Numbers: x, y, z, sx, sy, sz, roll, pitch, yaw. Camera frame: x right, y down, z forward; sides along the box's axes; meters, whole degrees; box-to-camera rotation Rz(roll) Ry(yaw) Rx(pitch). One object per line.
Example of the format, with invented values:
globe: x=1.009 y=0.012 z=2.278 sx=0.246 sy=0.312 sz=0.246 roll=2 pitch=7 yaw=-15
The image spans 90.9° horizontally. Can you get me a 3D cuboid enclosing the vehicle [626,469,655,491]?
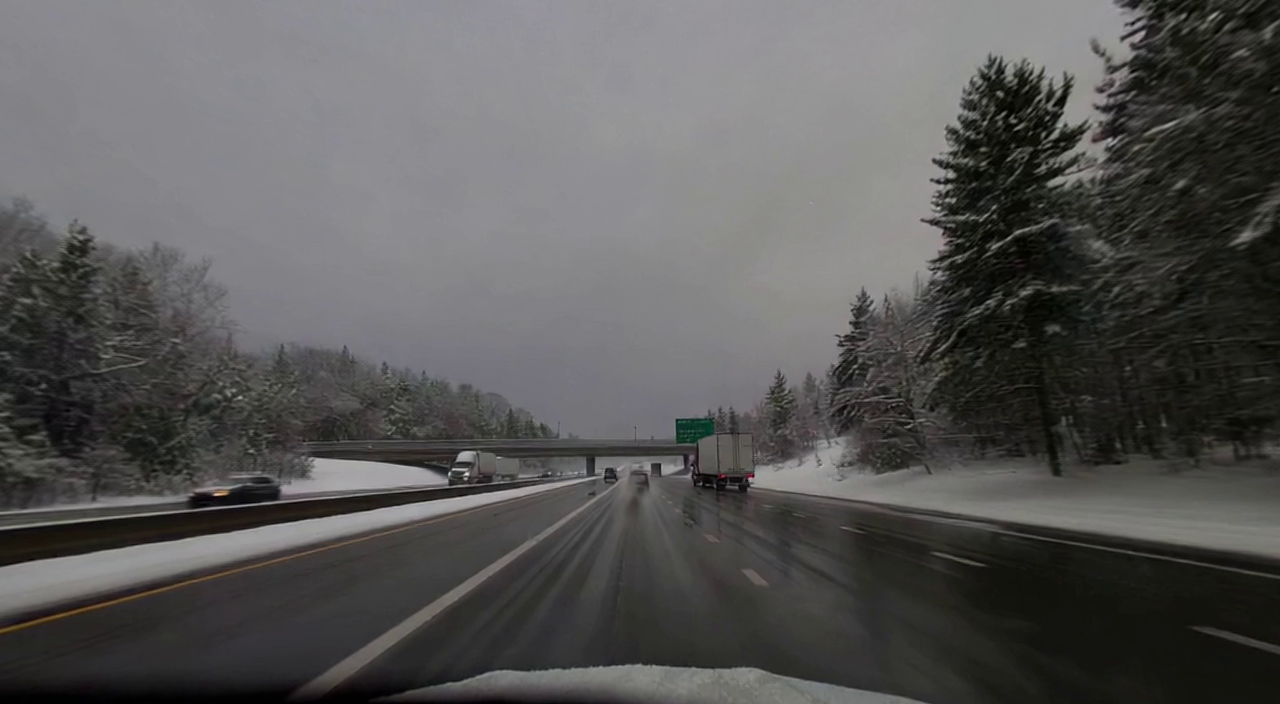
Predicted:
vehicle: x=0.026 y=9.300 z=45.847 sx=2.029 sy=1.459 sz=3.684 roll=1 pitch=-10 yaw=0

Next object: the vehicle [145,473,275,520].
vehicle: x=-14.968 y=5.021 z=22.230 sx=1.832 sy=1.439 sz=3.822 roll=1 pitch=-11 yaw=0
